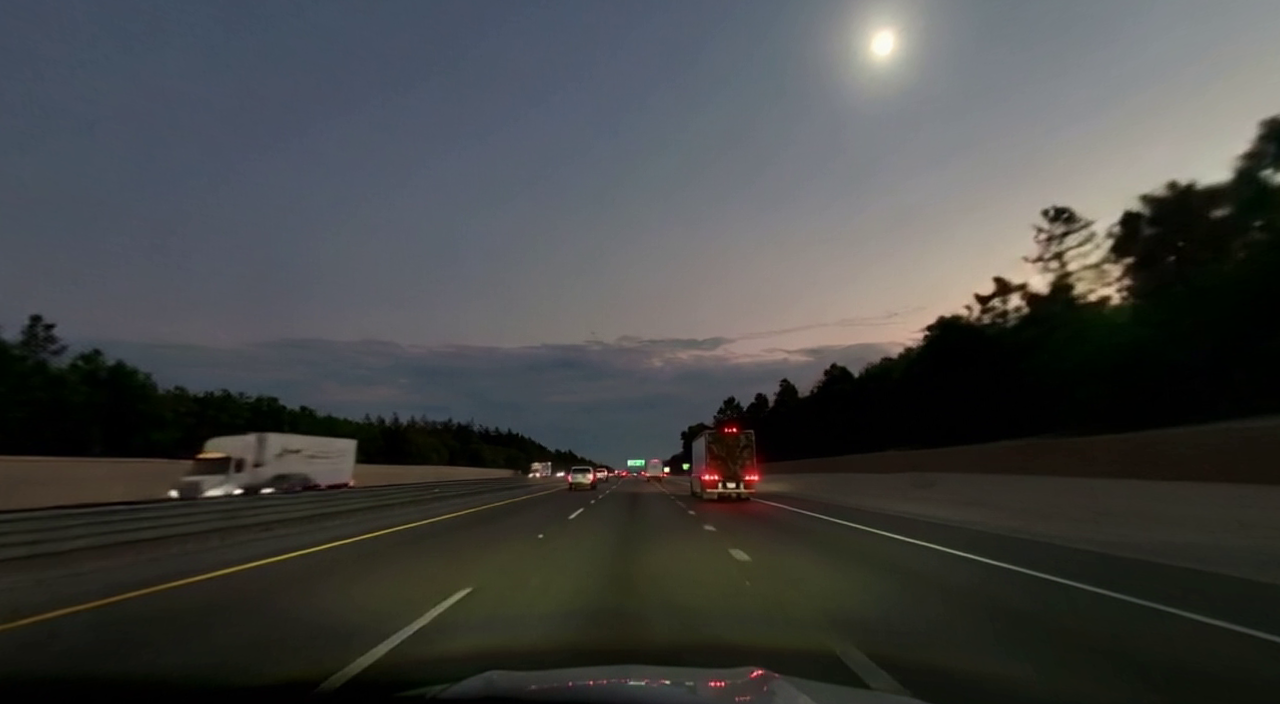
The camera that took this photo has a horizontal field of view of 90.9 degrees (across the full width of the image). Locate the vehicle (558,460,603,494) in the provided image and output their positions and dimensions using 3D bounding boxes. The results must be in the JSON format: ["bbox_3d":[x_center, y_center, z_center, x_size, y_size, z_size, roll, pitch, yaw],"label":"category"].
[{"bbox_3d":[-3.511,7.519,37.991,2.204,1.852,4.661,1,-11,0],"label":"vehicle"}]

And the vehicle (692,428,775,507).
[{"bbox_3d":[3.855,4.976,27.192,2.703,2.988,5.097,1,-11,-1],"label":"vehicle"}]

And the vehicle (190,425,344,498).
[{"bbox_3d":[-19.545,5.947,33.901,2.866,3.364,8.471,1,-11,1],"label":"vehicle"}]
